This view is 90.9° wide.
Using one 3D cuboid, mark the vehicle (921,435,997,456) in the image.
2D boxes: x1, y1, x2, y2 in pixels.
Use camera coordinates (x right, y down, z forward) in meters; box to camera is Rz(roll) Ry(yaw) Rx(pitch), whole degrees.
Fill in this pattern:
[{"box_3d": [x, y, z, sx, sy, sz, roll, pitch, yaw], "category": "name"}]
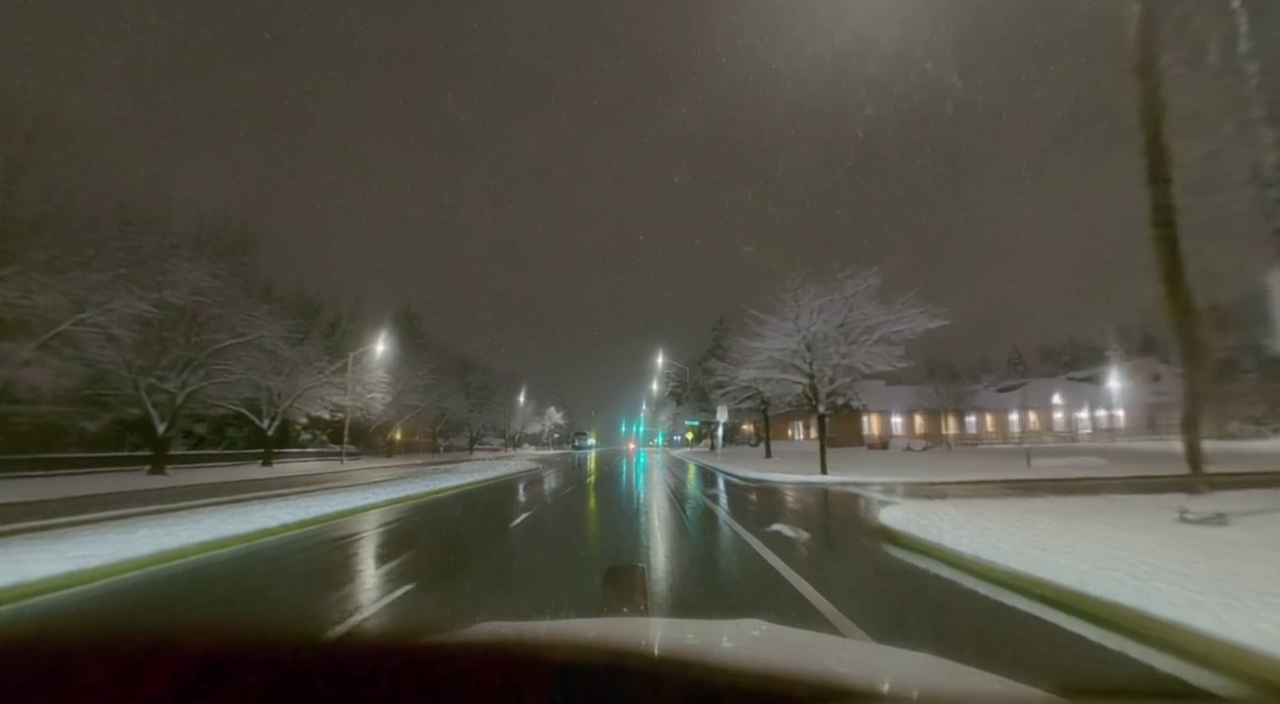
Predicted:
[{"box_3d": [22.261, 6.519, 44.086, 4.271, 1.424, 1.941, 0, -8, 1], "category": "vehicle"}]
